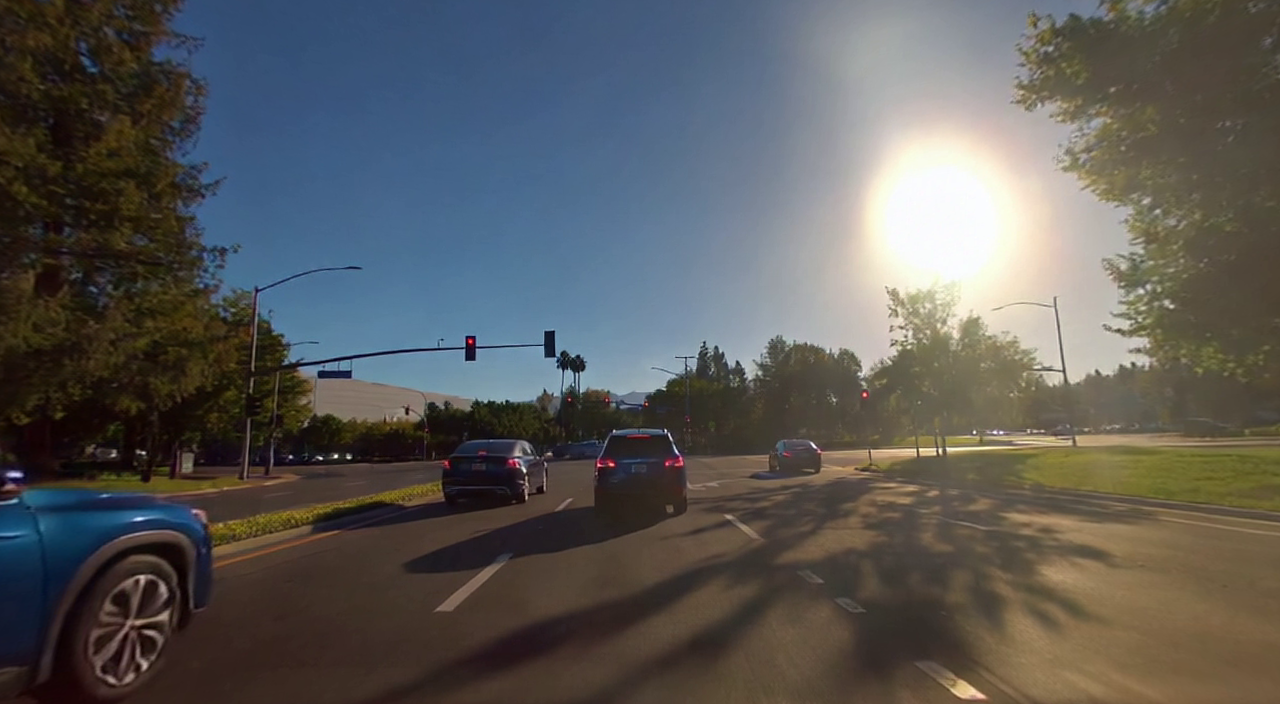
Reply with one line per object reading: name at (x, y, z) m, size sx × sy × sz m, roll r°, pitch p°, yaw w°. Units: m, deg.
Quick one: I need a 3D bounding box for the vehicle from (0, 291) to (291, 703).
vehicle at (-3.557, 0.610, 1.642) m, size 2.320 × 1.863 × 5.148 m, roll 0°, pitch -8°, yaw 0°

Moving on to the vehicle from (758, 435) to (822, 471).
vehicle at (7.992, 5.406, 34.010) m, size 2.166 × 1.761 × 4.692 m, roll 0°, pitch -8°, yaw -2°

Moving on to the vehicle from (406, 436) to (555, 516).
vehicle at (-3.387, 2.739, 14.619) m, size 2.061 × 1.504 × 5.142 m, roll 0°, pitch -8°, yaw 0°

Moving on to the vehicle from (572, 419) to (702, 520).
vehicle at (-0.039, 2.389, 13.319) m, size 2.298 × 1.770 × 4.138 m, roll 0°, pitch -8°, yaw 0°
